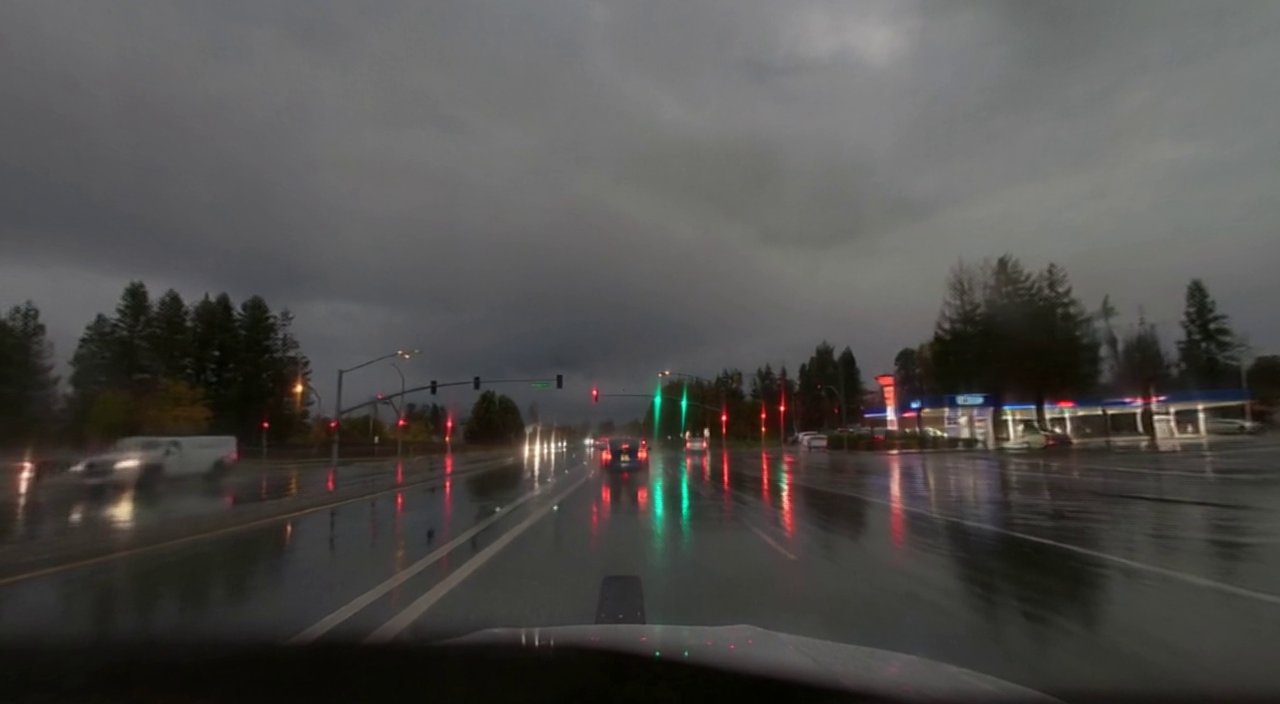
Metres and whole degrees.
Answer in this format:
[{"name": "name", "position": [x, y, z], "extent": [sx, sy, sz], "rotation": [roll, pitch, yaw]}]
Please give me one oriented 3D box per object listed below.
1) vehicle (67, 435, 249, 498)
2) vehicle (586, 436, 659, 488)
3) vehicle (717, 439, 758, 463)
[{"name": "vehicle", "position": [-17.198, 4.096, 23.116], "extent": [2.224, 2.000, 5.743], "rotation": [0, -8, -1]}, {"name": "vehicle", "position": [-0.509, 3.370, 19.644], "extent": [2.040, 1.451, 3.736], "rotation": [0, -8, 0]}, {"name": "vehicle", "position": [6.292, 6.460, 41.229], "extent": [1.890, 1.489, 4.396], "rotation": [0, -8, -1]}]
